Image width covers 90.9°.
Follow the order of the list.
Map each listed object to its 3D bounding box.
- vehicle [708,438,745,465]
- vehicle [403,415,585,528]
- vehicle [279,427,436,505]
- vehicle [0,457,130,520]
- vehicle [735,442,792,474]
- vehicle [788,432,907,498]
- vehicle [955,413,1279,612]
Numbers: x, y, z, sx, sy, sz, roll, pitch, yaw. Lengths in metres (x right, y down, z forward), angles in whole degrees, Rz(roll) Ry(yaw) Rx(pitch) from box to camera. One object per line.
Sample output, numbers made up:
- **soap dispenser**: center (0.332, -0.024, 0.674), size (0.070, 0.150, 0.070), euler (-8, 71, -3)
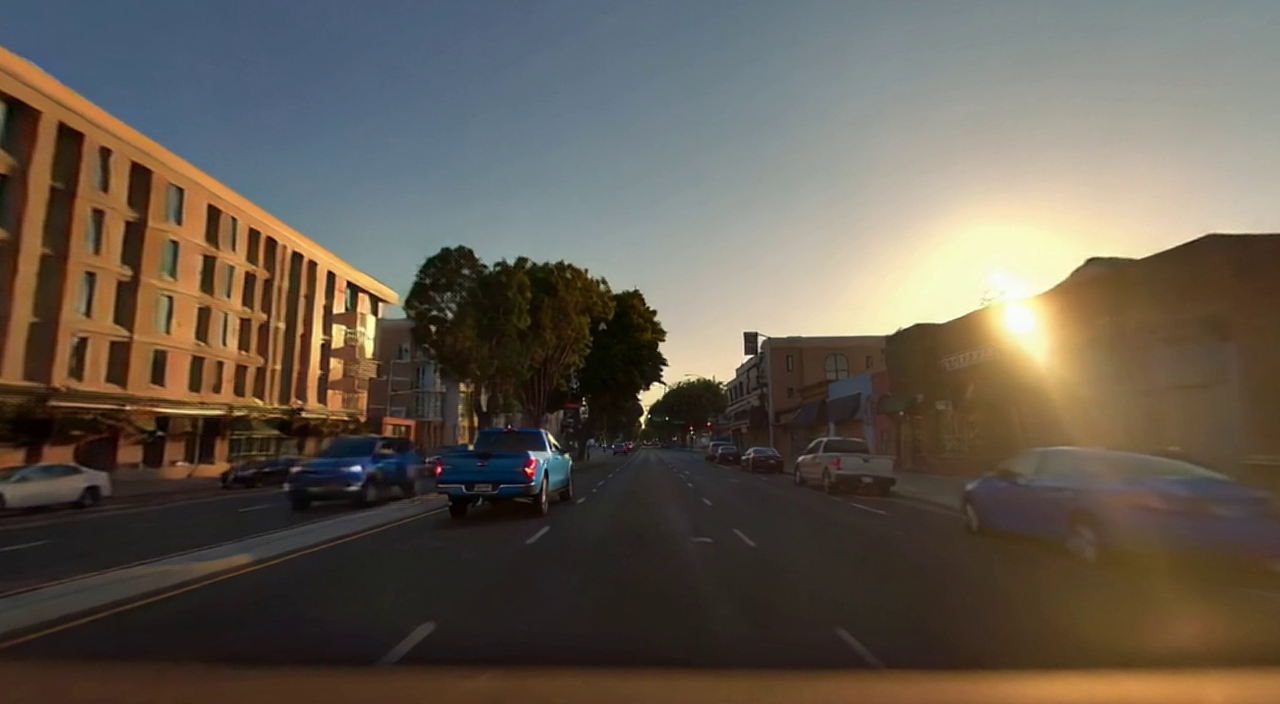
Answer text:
- **vehicle**: center (6.264, 7.272, 45.969), size (2.043, 1.841, 4.842), euler (0, -9, 0)
- **vehicle**: center (-2.574, 2.322, 12.808), size (2.197, 1.786, 5.365), euler (-1, -9, 3)
- **vehicle**: center (-7.270, 2.977, 16.871), size (2.087, 1.779, 4.456), euler (0, -9, 0)
- **vehicle**: center (-16.214, 3.525, 16.538), size (1.814, 1.445, 4.566), euler (0, -9, 1)
- **vehicle**: center (6.284, 5.443, 32.541), size (1.988, 1.514, 3.962), euler (0, -9, -2)
- **vehicle**: center (6.095, 3.376, 19.213), size (2.018, 1.743, 4.529), euler (0, -9, -1)
- **vehicle**: center (6.049, 1.729, 7.800), size (1.928, 1.679, 4.716), euler (0, -9, 1)
